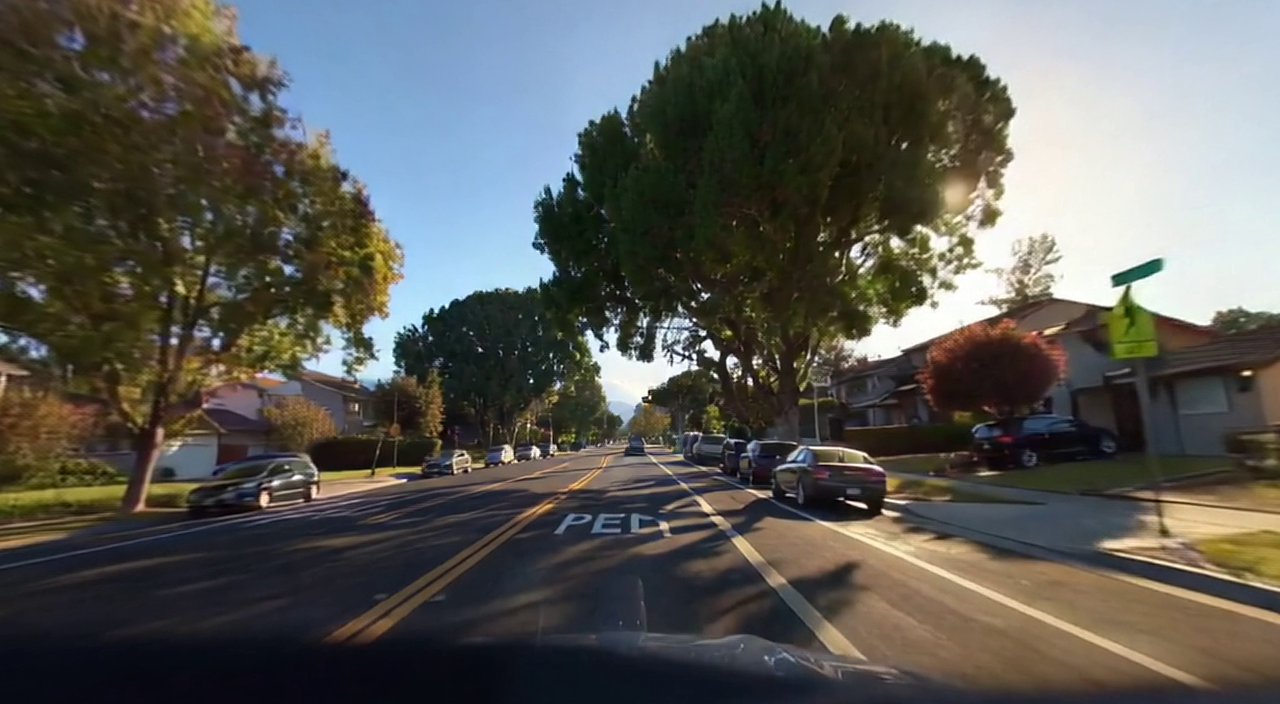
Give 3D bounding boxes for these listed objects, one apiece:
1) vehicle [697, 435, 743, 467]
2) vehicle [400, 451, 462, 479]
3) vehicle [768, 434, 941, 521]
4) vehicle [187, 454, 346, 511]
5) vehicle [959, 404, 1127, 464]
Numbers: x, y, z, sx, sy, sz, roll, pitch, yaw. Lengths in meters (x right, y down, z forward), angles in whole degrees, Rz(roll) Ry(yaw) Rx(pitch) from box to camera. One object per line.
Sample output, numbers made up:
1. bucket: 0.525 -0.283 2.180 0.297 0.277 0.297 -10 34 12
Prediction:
1. vehicle: 4.534 5.712 36.496 1.993 1.743 4.525 0 -9 0
2. vehicle: -11.581 6.267 35.294 1.867 1.452 4.331 -1 -9 1
3. vehicle: 4.378 2.629 13.823 1.920 1.541 4.709 0 -9 -3
4. vehicle: -11.442 3.982 19.838 2.079 1.509 4.591 -1 -9 2
5. vehicle: 13.282 2.755 21.054 4.180 1.707 2.083 2 -9 0
